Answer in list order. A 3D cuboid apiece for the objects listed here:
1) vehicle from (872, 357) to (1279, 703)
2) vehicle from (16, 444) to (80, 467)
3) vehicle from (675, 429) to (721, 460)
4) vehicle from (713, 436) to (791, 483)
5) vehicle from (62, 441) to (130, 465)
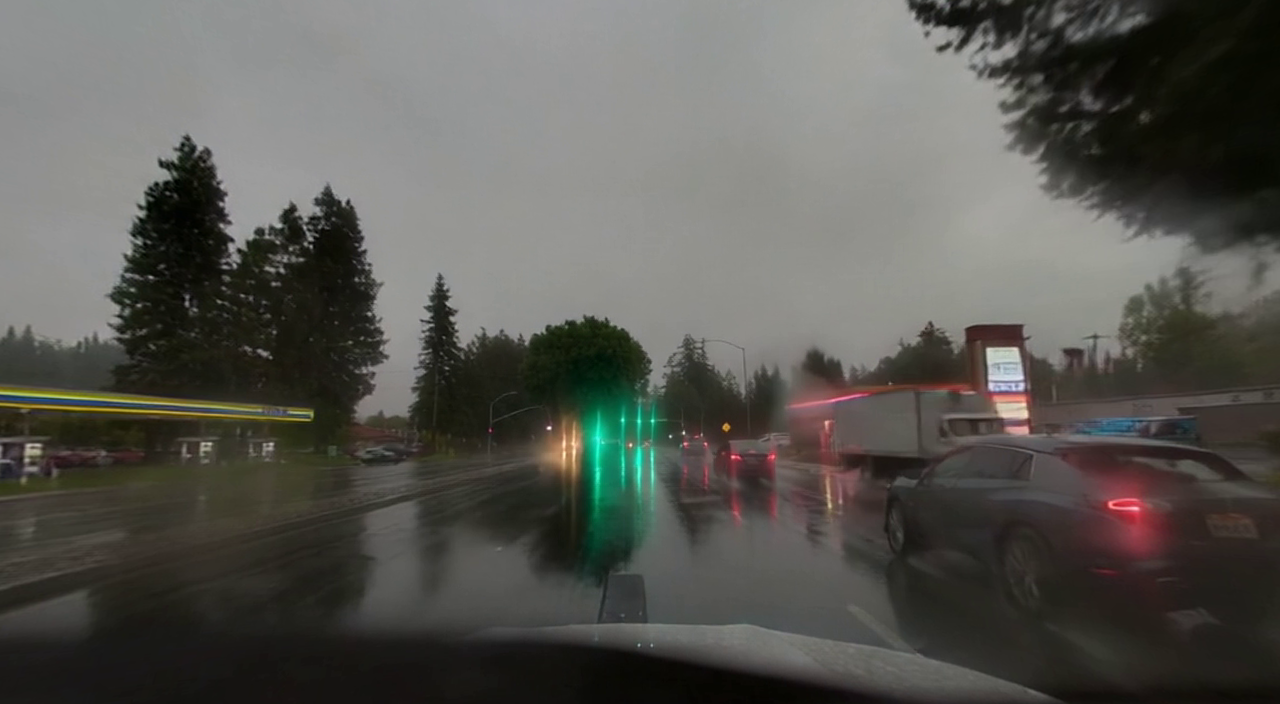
[{"bbox_3d":[3.628,1.164,4.728,1.875,1.665,4.931,0,-8,0],"label":"vehicle"},{"bbox_3d":[-39.467,6.872,42.122,1.716,1.433,3.600,3,-9,-20],"label":"vehicle"},{"bbox_3d":[3.859,6.301,42.962,2.611,1.983,5.165,0,-8,0],"label":"vehicle"},{"bbox_3d":[3.693,3.630,21.575,1.871,1.442,4.122,0,-8,-1],"label":"vehicle"},{"bbox_3d":[-37.210,6.893,43.235,2.003,1.531,4.062,3,-9,-19],"label":"vehicle"}]
